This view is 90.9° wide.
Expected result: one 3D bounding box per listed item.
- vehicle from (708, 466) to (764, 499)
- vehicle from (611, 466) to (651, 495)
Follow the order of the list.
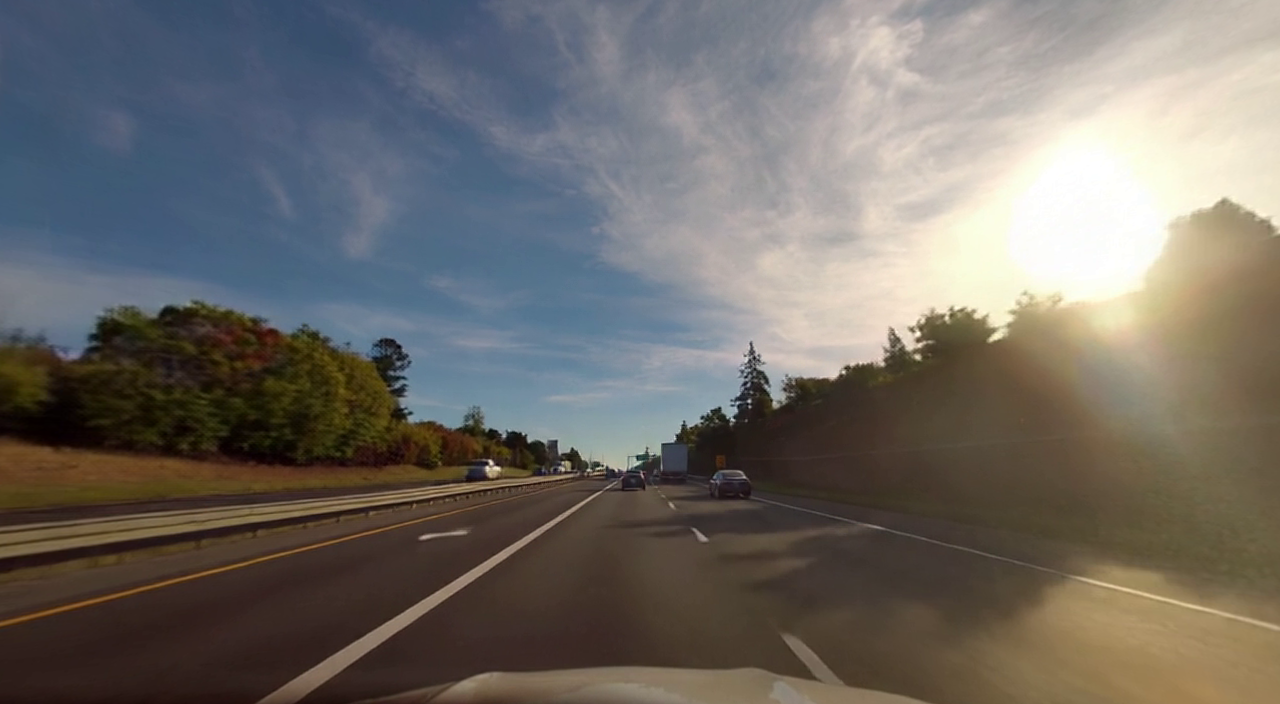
[{"bbox_3d":[4.662,6.413,31.217,1.897,1.476,4.334,1,-10,-2],"label":"vehicle"},{"bbox_3d":[-0.455,6.898,34.061,2.010,1.436,3.973,1,-10,0],"label":"vehicle"}]
